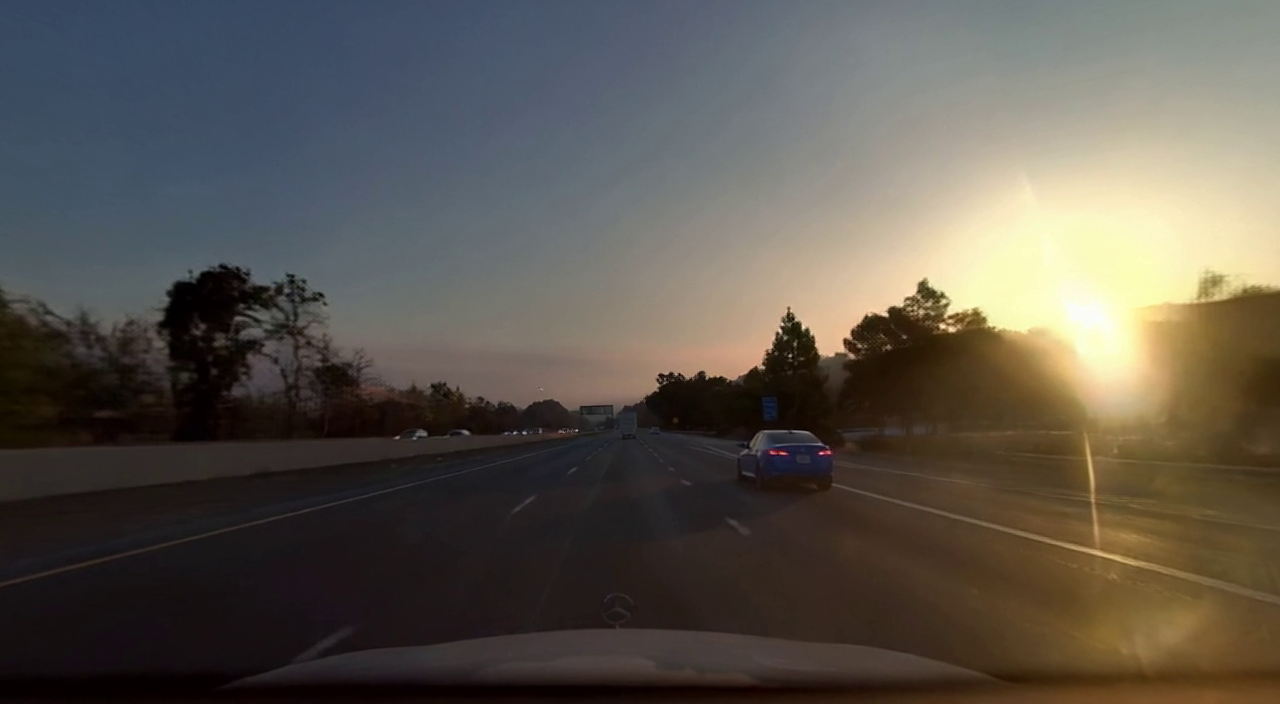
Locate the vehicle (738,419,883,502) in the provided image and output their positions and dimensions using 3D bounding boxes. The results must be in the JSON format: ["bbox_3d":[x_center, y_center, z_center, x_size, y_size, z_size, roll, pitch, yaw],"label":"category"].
[{"bbox_3d":[3.554,2.328,13.969,1.973,1.563,3.959,0,-8,-2],"label":"vehicle"}]
